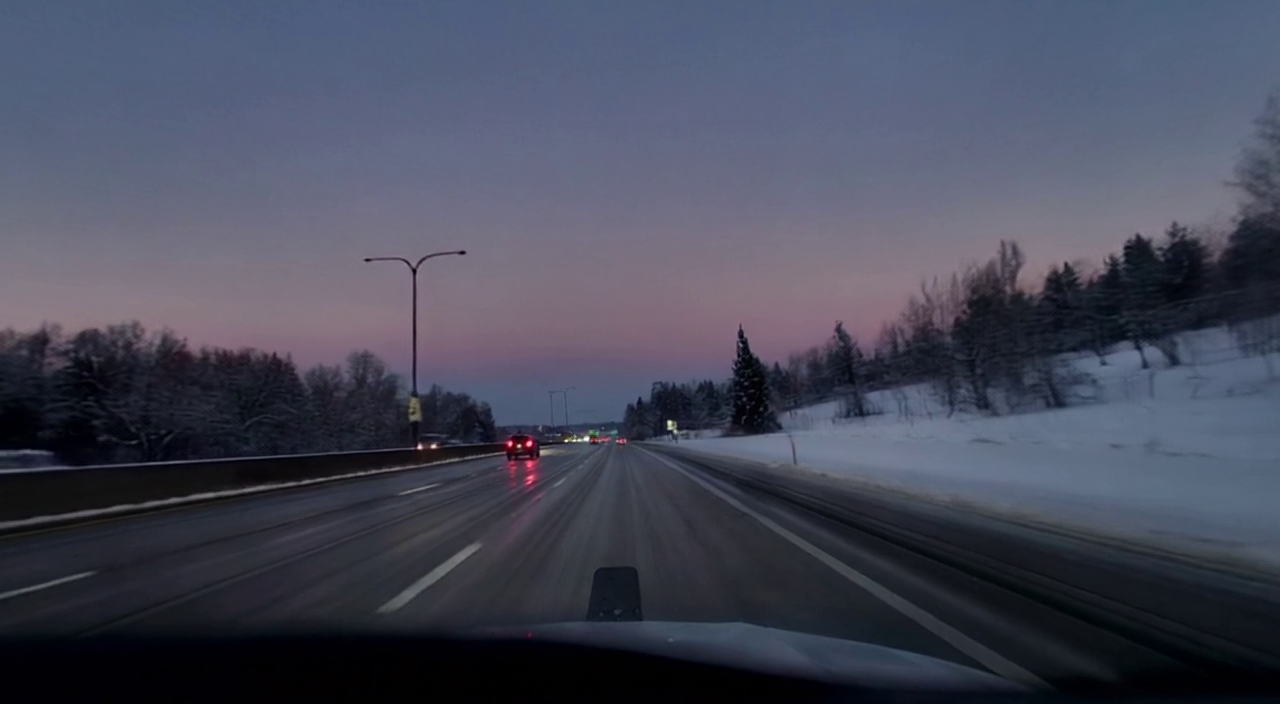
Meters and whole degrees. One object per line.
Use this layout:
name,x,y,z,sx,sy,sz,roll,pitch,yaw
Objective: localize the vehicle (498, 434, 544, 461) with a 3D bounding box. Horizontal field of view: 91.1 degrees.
vehicle,-6.870,5.540,36.708,1.988,1.505,4.044,0,-8,-1
